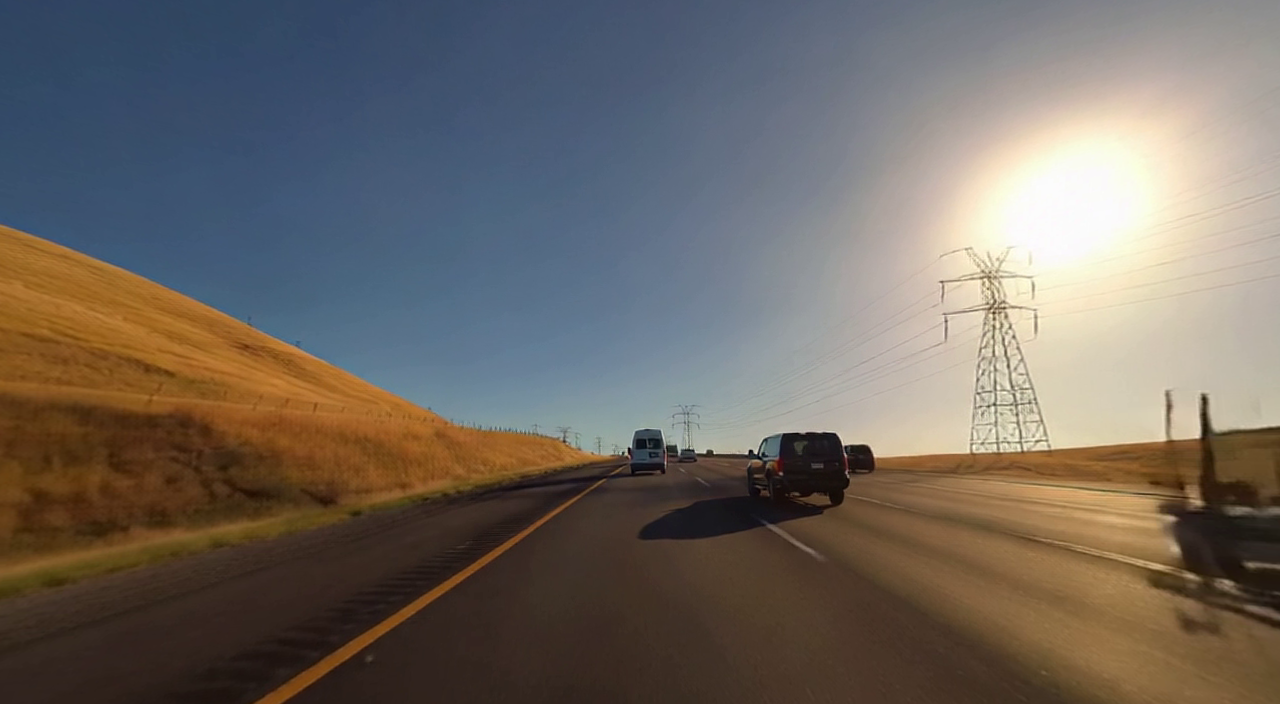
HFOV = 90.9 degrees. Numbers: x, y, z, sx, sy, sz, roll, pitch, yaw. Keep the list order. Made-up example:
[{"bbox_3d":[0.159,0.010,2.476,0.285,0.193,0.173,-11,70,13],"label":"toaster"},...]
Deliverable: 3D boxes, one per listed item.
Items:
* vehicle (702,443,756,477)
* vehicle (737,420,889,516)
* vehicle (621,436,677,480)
[{"bbox_3d":[4.121,5.086,29.961,1.938,1.466,4.356,0,-8,0],"label":"vehicle"},{"bbox_3d":[3.650,2.549,14.325,2.139,1.821,4.480,0,-8,0],"label":"vehicle"},{"bbox_3d":[0.421,4.645,27.930,2.268,1.772,4.523,0,-8,1],"label":"vehicle"}]
